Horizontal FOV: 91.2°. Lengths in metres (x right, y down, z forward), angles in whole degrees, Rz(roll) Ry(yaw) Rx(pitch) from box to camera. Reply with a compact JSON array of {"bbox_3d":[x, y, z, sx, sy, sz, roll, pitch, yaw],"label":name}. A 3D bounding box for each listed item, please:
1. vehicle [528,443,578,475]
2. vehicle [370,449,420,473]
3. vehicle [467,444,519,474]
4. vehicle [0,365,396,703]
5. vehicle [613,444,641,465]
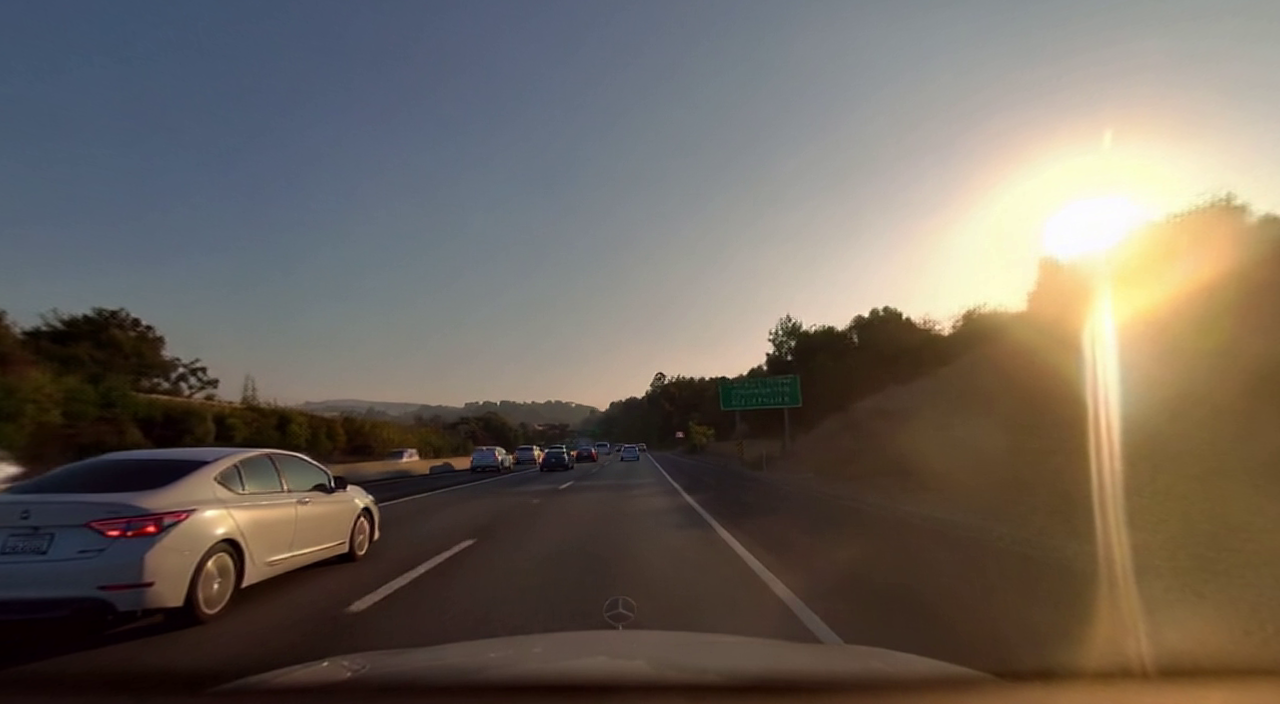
[{"bbox_3d":[-4.307,5.383,31.672,1.988,1.477,4.118,0,-9,-1],"label":"vehicle"},{"bbox_3d":[-16.714,7.422,42.952,1.811,1.554,3.985,-1,-9,0],"label":"vehicle"},{"bbox_3d":[-7.980,5.838,34.353,1.936,1.516,3.904,0,-9,0],"label":"vehicle"},{"bbox_3d":[-4.127,1.309,5.567,2.074,1.779,4.588,0,-9,0],"label":"vehicle"},{"bbox_3d":[-0.931,7.557,46.244,2.023,1.479,3.718,0,-9,0],"label":"vehicle"}]
